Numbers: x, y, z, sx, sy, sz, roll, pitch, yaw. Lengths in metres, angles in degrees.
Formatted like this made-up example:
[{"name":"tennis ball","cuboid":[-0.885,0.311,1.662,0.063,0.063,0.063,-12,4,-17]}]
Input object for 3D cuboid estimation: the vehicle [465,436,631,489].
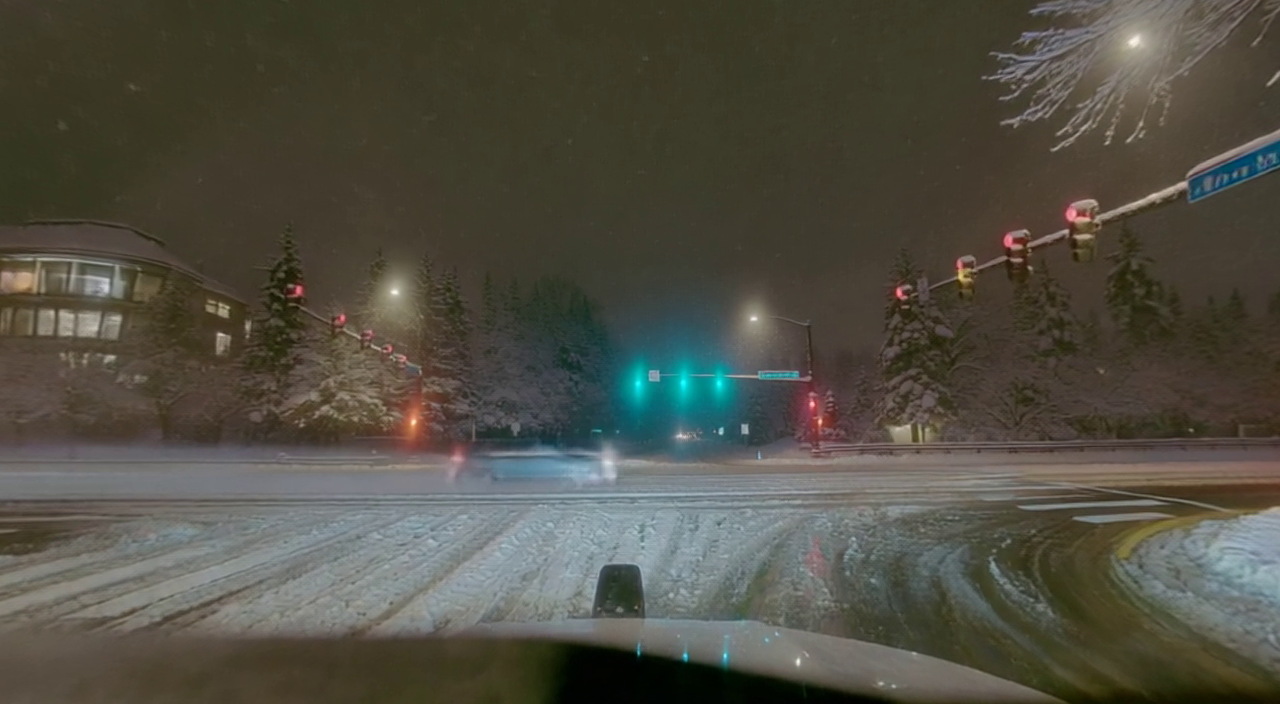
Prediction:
[{"name":"vehicle","cuboid":[-2.628,3.309,19.003,4.698,1.466,1.883,0,-9,0]}]
